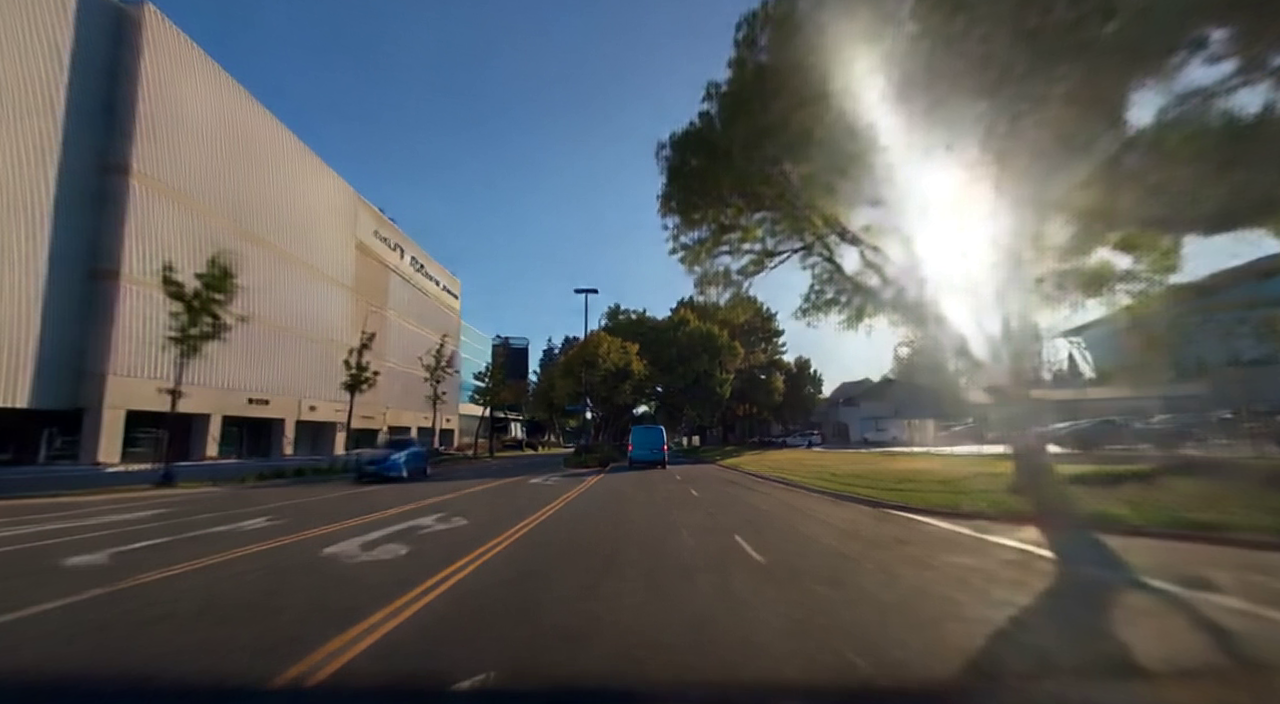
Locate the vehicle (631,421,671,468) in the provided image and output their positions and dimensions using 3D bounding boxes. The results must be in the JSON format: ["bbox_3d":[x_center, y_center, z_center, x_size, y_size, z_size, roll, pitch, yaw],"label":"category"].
[{"bbox_3d":[0.662,5.945,40.586,2.435,2.816,5.232,0,-8,0],"label":"vehicle"}]
